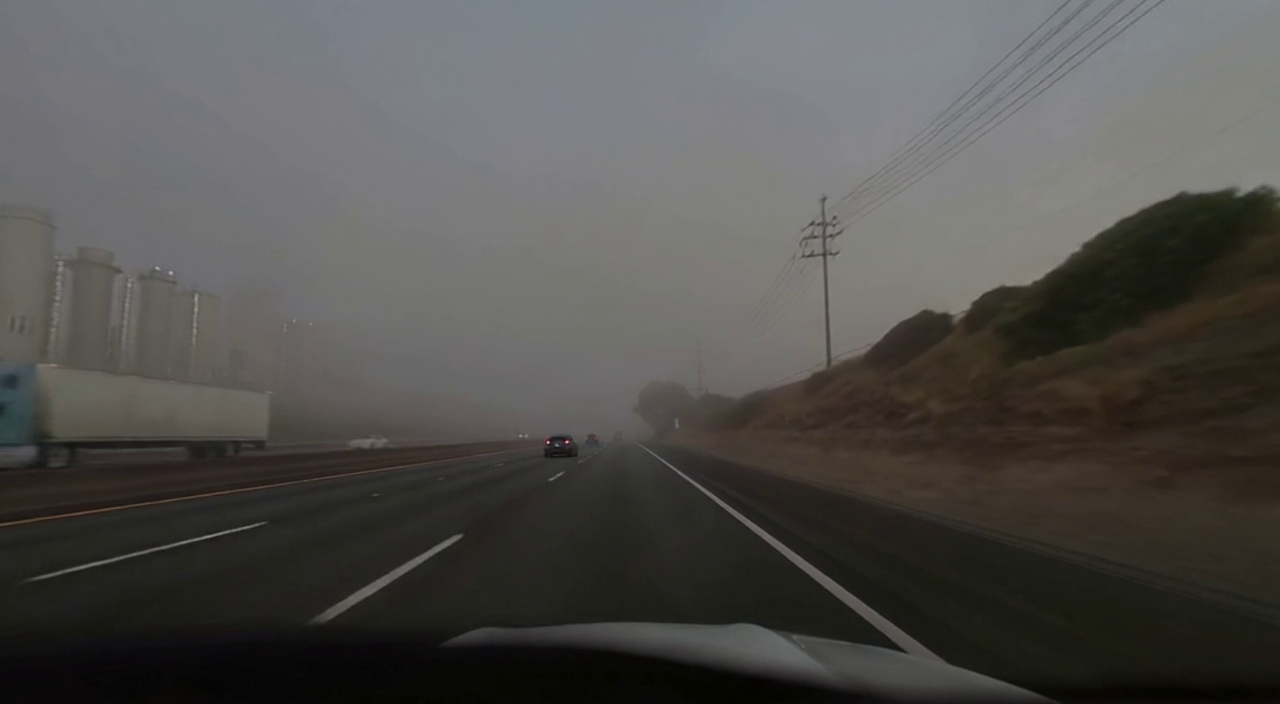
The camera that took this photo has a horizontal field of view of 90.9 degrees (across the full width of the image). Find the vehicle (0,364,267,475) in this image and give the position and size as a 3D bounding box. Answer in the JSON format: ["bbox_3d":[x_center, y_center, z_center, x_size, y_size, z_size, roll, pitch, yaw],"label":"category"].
[{"bbox_3d":[-23.563,3.392,30.278,2.877,4.090,14.040,0,-8,-1],"label":"vehicle"}]

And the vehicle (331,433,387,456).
[{"bbox_3d":[-19.357,6.387,43.612,1.854,1.492,4.445,0,-8,-1],"label":"vehicle"}]

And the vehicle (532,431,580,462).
[{"bbox_3d":[-4.166,4.767,31.944,1.952,1.462,3.969,0,-8,-1],"label":"vehicle"}]

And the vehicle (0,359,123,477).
[{"bbox_3d":[-23.441,2.537,23.592,2.974,4.004,5.936,0,-8,-1],"label":"vehicle"}]
